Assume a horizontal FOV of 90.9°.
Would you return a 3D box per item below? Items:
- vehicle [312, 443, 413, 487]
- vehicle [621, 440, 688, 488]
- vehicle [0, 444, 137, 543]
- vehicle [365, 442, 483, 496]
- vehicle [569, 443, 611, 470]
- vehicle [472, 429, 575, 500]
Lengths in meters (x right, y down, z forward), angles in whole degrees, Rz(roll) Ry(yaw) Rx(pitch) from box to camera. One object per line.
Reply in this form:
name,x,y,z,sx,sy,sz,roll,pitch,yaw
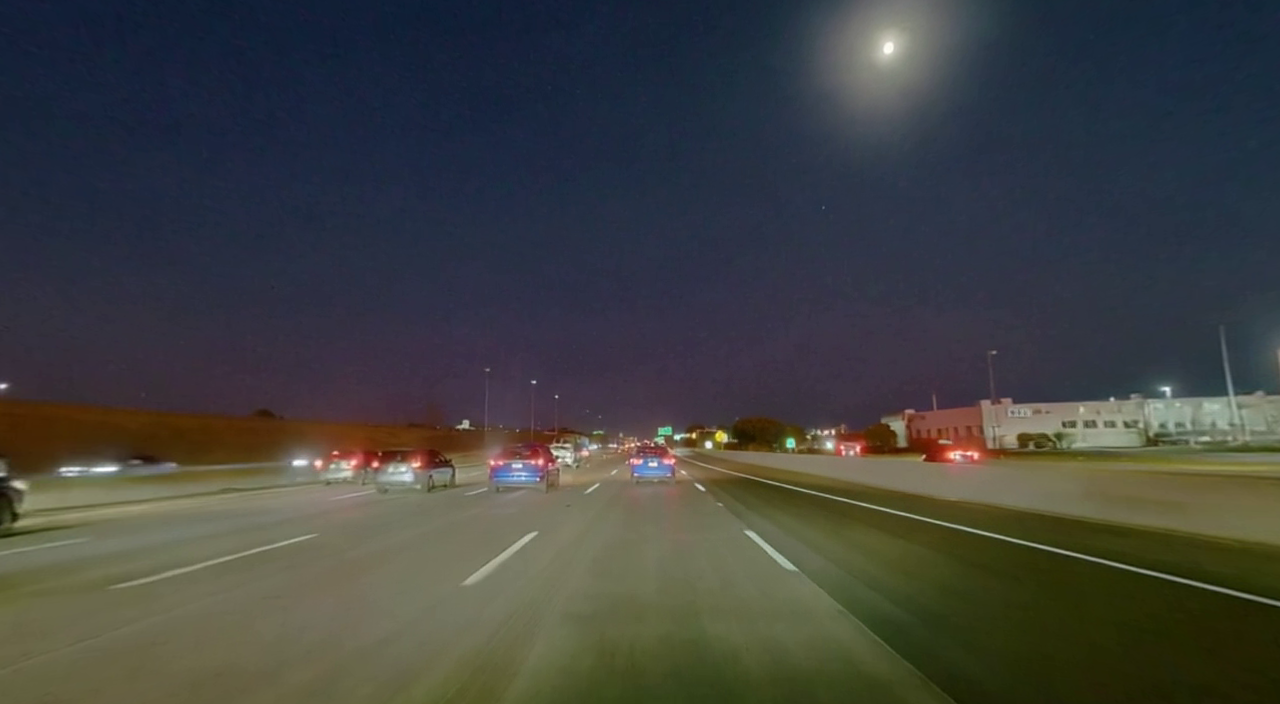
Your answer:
vehicle,-10.210,4.150,23.581,1.861,1.495,4.007,0,-8,1
vehicle,0.464,3.798,21.711,2.090,1.474,3.970,0,-8,1
vehicle,-10.088,2.104,9.485,1.774,1.408,3.917,0,-8,1
vehicle,-6.369,3.478,19.191,1.933,1.439,4.441,0,-8,1
vehicle,-2.959,6.285,38.195,2.048,1.497,4.466,0,-8,2
vehicle,-3.114,3.096,17.832,2.007,1.730,4.412,0,-8,1
